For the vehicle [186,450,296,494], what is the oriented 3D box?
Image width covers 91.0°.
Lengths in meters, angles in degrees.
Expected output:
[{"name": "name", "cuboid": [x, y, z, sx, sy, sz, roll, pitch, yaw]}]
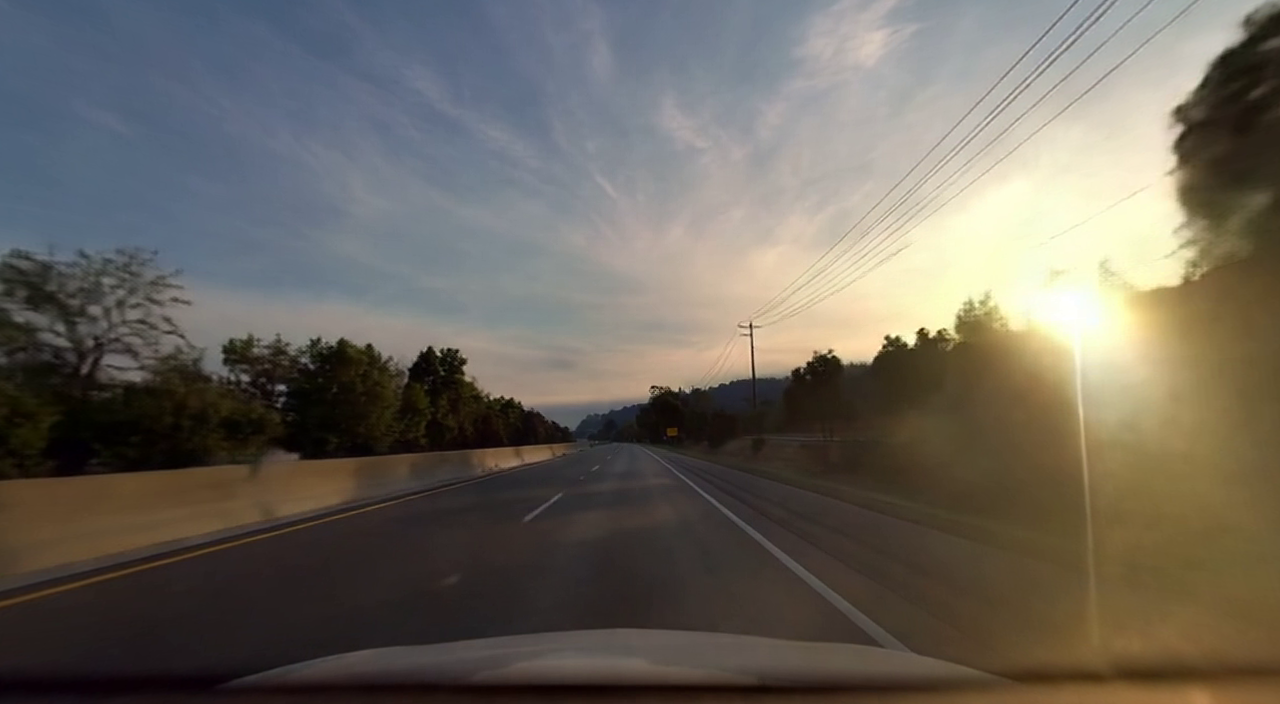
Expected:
[{"name": "vehicle", "cuboid": [-15.226, 4.556, 24.258, 1.783, 1.464, 3.739, 0, -8, -1]}]
